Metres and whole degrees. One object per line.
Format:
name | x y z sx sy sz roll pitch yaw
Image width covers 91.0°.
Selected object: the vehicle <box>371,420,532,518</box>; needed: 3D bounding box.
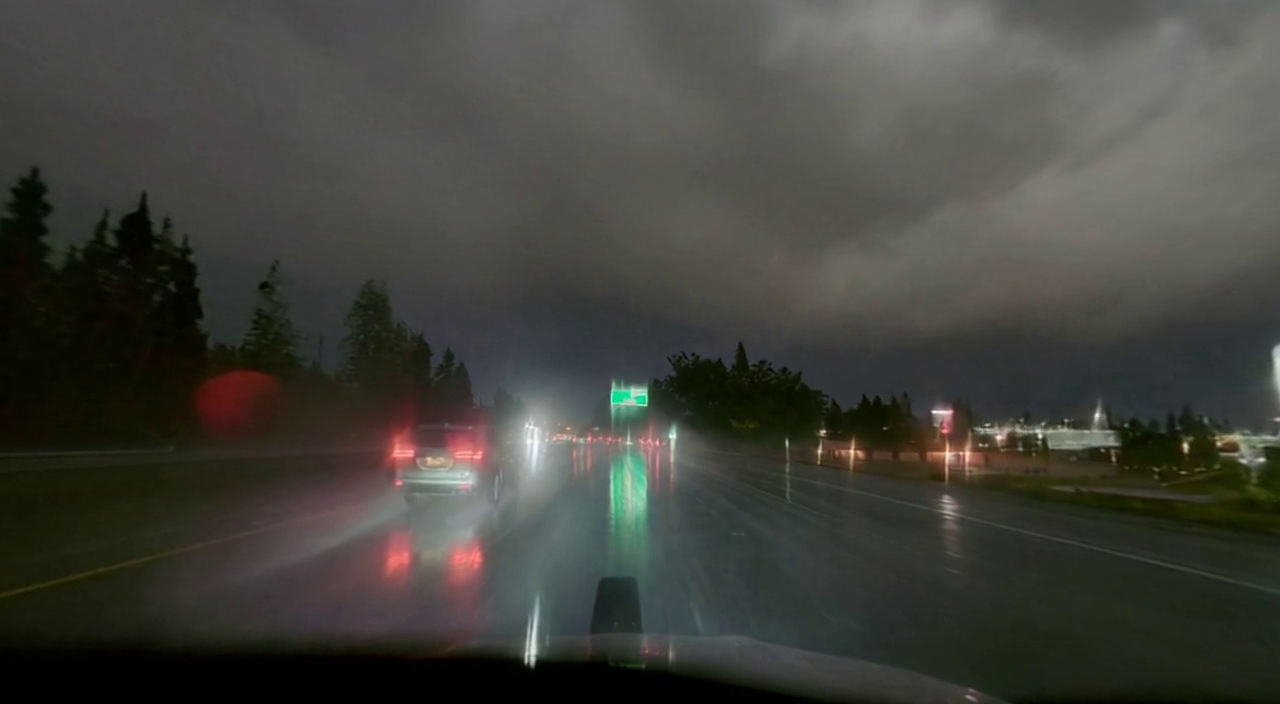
vehicle | -3.612 2.322 13.007 2.074 1.652 4.273 0 -8 -1
